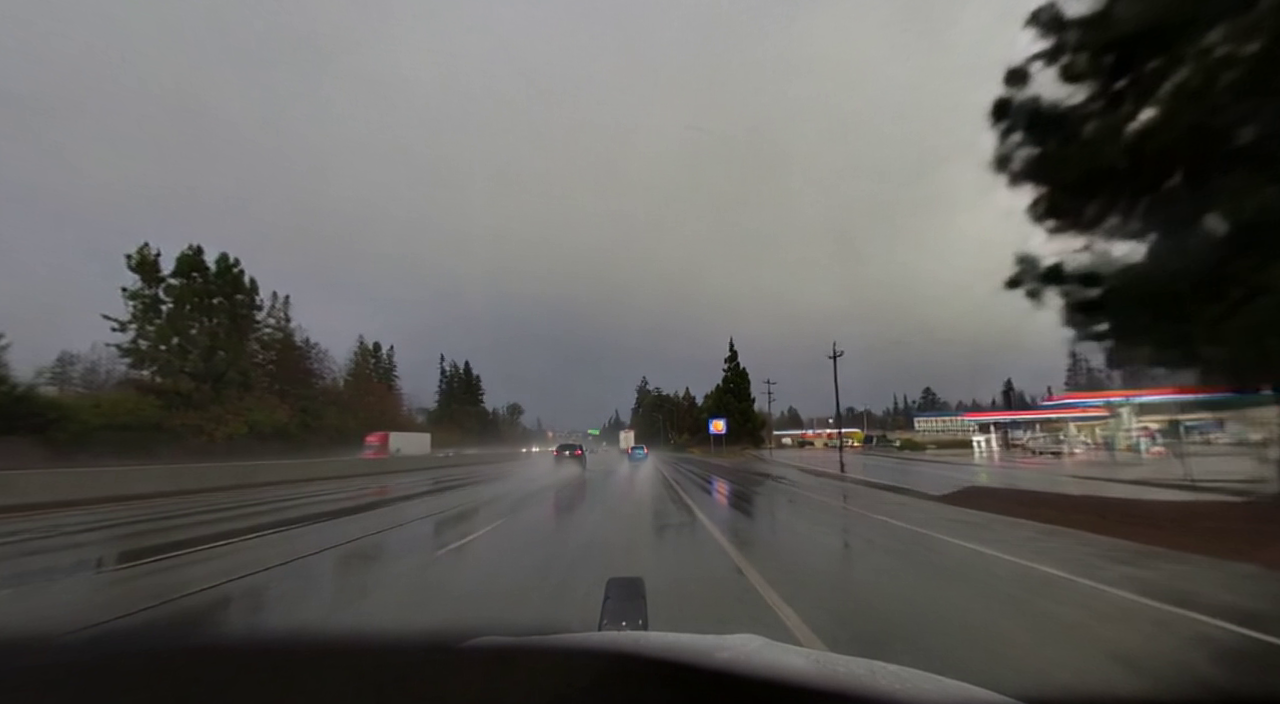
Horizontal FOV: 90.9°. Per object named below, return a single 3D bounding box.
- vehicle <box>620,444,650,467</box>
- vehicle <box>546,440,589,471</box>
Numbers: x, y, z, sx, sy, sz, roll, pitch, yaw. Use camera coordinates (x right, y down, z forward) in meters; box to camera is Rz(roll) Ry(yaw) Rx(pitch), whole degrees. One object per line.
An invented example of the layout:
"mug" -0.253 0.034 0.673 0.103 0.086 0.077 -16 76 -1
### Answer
"vehicle" -0.375 7.244 44.223 1.982 1.524 3.800 0 -8 -2
"vehicle" -4.618 6.706 41.010 2.273 1.884 4.515 0 -8 0
